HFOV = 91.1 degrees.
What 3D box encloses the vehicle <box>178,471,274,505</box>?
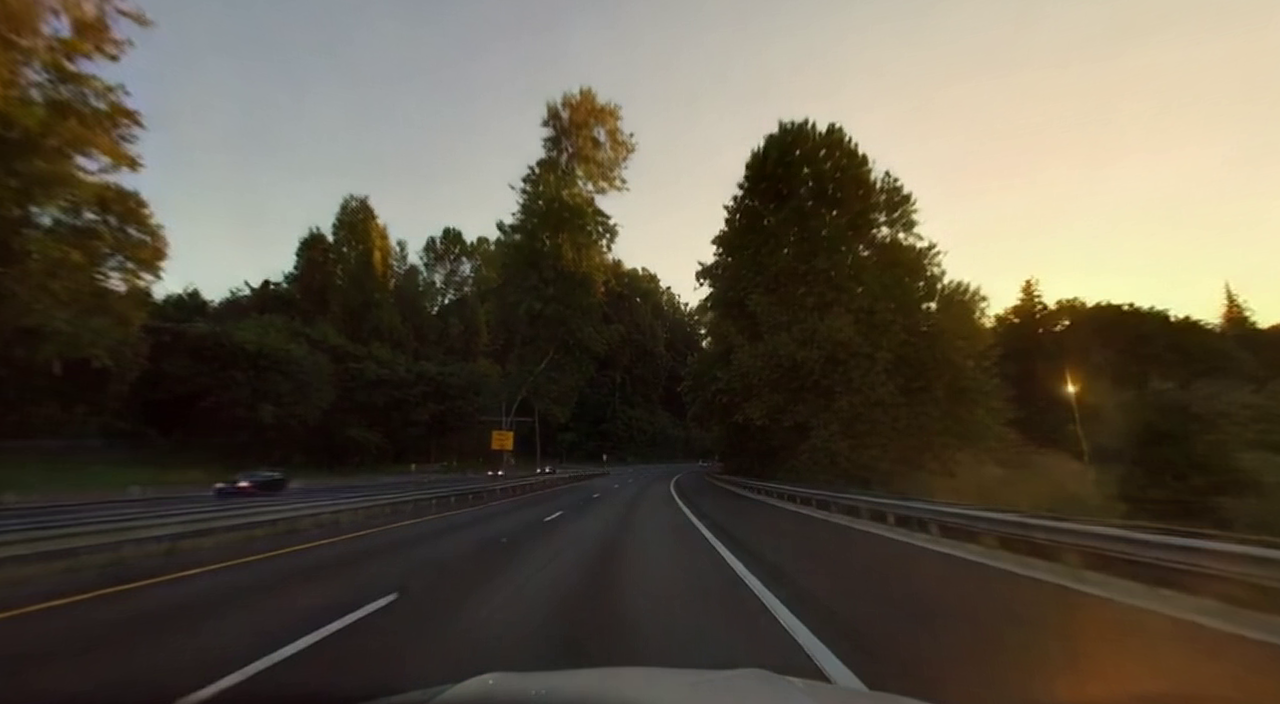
[{"bbox_3d":[-20.539,6.722,31.384,1.797,1.516,4.232,1,-10,1],"label":"vehicle"}]
